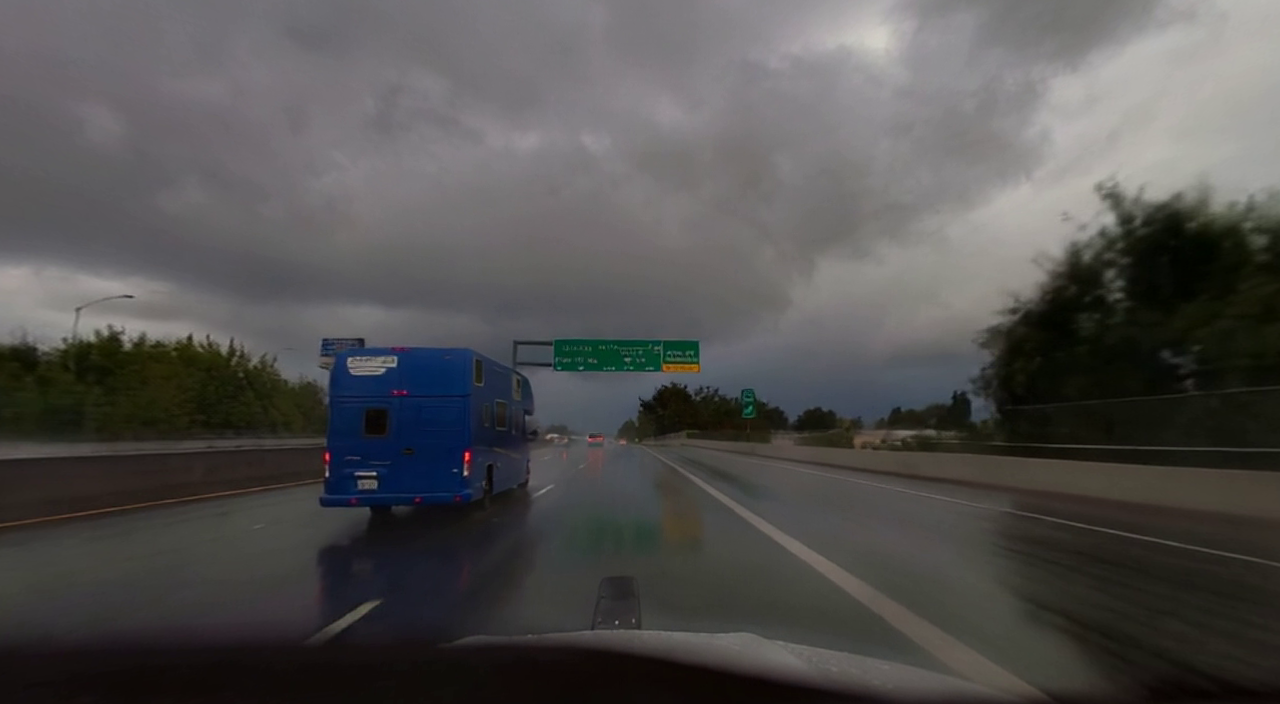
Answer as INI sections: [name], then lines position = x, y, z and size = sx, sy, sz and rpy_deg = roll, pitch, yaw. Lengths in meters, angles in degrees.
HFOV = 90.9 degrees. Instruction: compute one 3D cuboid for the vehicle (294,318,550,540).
[vehicle]
position = -3.823, 1.580, 13.234
size = 2.676, 3.269, 7.388
rpy_deg = -2, -7, 1
